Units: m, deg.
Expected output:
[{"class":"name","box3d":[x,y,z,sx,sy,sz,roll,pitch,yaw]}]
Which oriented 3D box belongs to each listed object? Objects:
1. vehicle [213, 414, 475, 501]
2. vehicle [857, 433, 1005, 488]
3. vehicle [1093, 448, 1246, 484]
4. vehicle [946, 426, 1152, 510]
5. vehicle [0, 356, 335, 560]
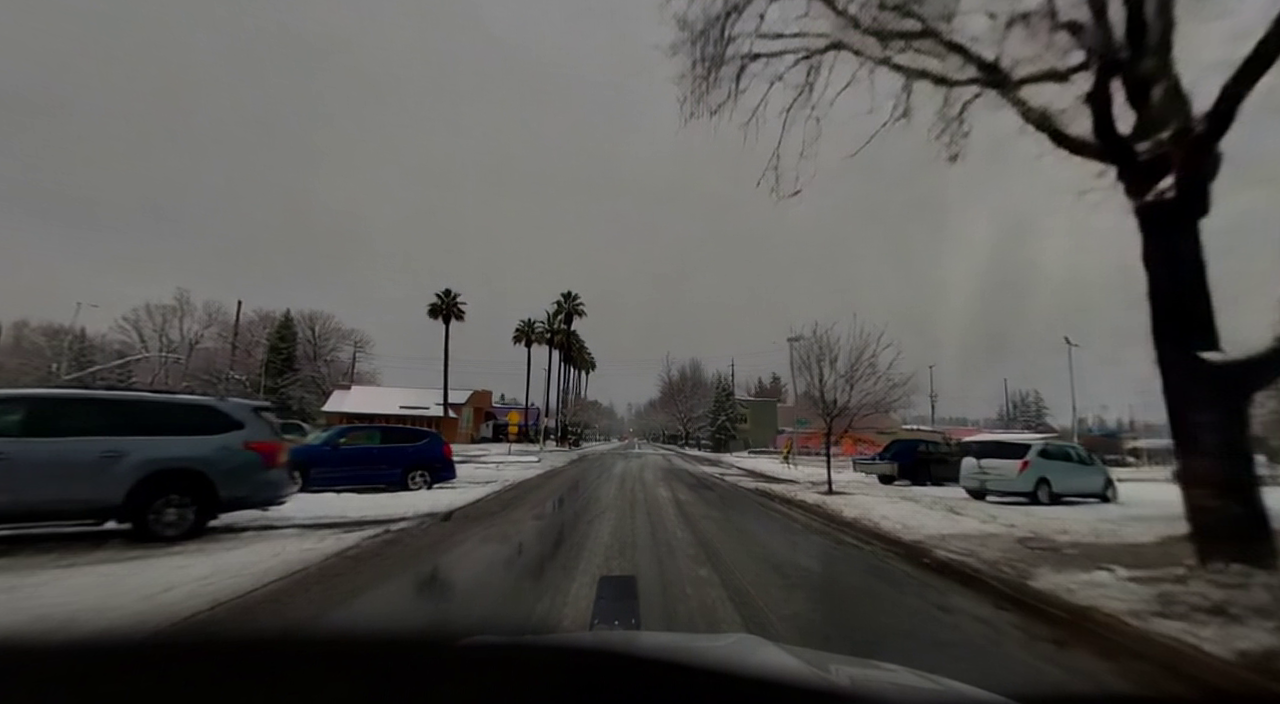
[{"class":"vehicle","box3d":[-6.018,2.113,13.116,4.542,1.483,2.174,5,-9,-31]},{"class":"vehicle","box3d":[9.764,3.557,21.133,4.651,1.610,2.157,5,-9,-30]},{"class":"vehicle","box3d":[25.082,5.371,30.164,1.785,1.539,5.214,6,-10,-34]},{"class":"vehicle","box3d":[10.001,2.769,15.411,4.758,1.759,2.068,5,-10,-28]},{"class":"vehicle","box3d":[-6.191,1.106,6.909,4.787,1.867,2.092,5,-9,-34]}]
